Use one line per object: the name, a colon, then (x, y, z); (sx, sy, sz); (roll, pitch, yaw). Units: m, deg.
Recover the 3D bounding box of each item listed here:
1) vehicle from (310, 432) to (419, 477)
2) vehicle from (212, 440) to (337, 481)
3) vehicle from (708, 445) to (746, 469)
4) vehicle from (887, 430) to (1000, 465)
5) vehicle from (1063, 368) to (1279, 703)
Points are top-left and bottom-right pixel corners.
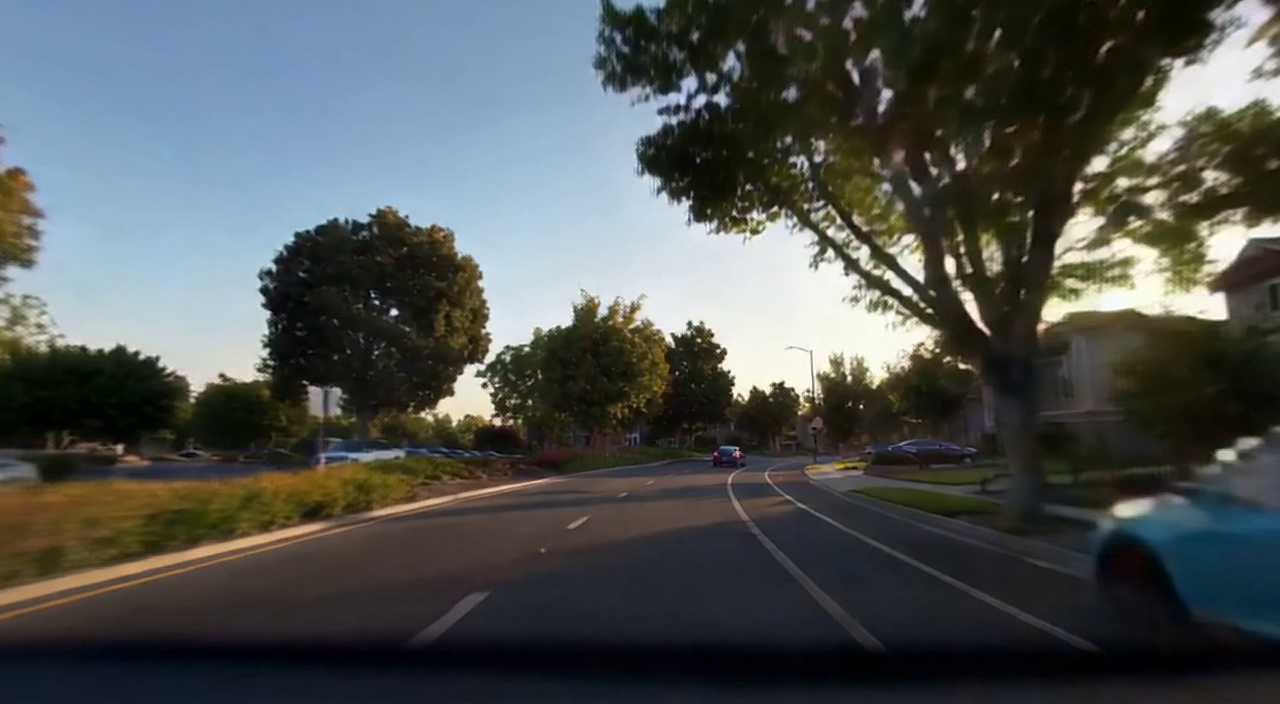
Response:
vehicle: (-11.427, 4.287, 26.575); (2.071, 1.728, 4.514); (-1, -9, 8)
vehicle: (-15.392, 4.597, 26.881); (2.006, 1.575, 4.496); (-2, -9, 12)
vehicle: (5.802, 6.915, 41.684); (2.050, 1.456, 4.003); (-2, -9, 14)
vehicle: (16.108, 5.107, 33.789); (4.999, 1.791, 2.177); (-2, -9, 14)
vehicle: (4.119, 0.851, 2.388); (2.169, 1.713, 4.137); (0, -9, 1)
